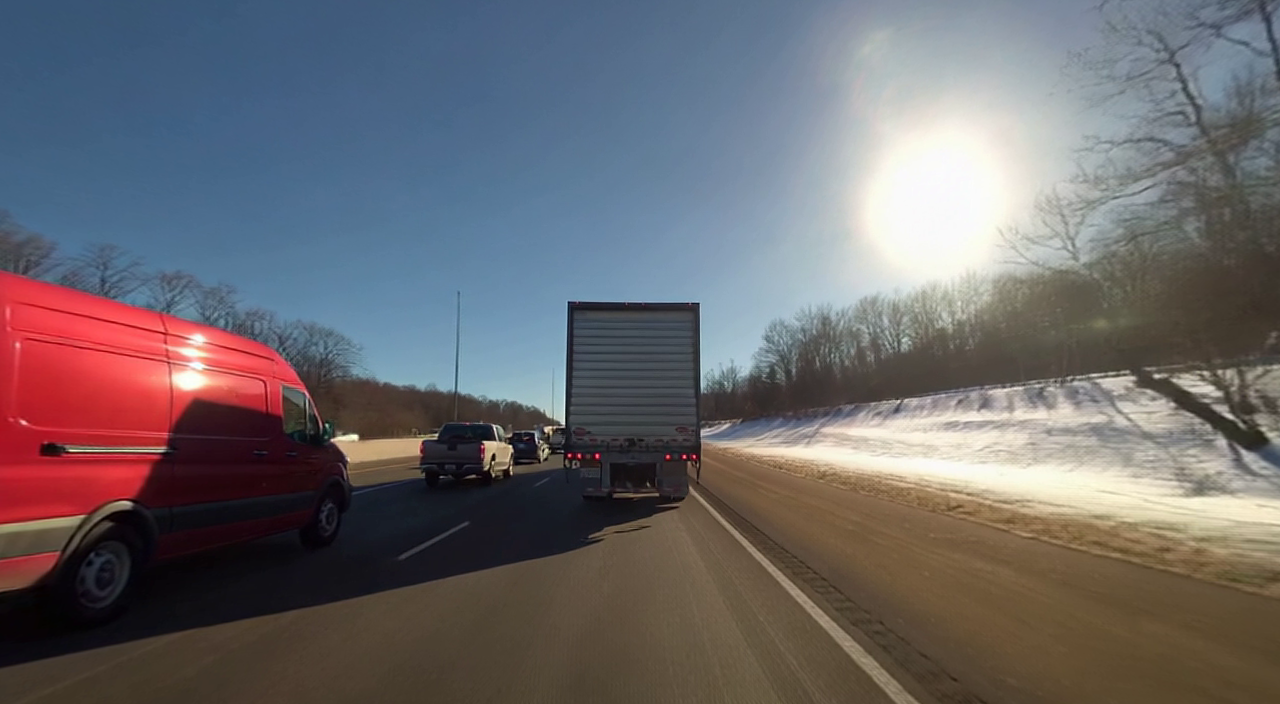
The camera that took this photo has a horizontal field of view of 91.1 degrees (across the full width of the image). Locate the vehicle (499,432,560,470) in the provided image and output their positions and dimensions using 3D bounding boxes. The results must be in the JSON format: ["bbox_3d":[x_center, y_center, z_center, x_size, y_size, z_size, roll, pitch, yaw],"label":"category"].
[{"bbox_3d":[-4.859,4.392,28.277,1.931,1.539,4.441,0,-8,0],"label":"vehicle"}]

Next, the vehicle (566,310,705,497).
[{"bbox_3d":[-0.090,1.756,18.619,2.953,4.041,10.072,0,-8,0],"label":"vehicle"}]

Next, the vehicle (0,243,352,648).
[{"bbox_3d":[-5.247,0.849,5.876,2.478,2.515,5.438,0,-8,0],"label":"vehicle"}]

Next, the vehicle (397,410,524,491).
[{"bbox_3d":[-4.896,2.778,18.043,2.168,1.985,4.952,0,-8,0],"label":"vehicle"}]
